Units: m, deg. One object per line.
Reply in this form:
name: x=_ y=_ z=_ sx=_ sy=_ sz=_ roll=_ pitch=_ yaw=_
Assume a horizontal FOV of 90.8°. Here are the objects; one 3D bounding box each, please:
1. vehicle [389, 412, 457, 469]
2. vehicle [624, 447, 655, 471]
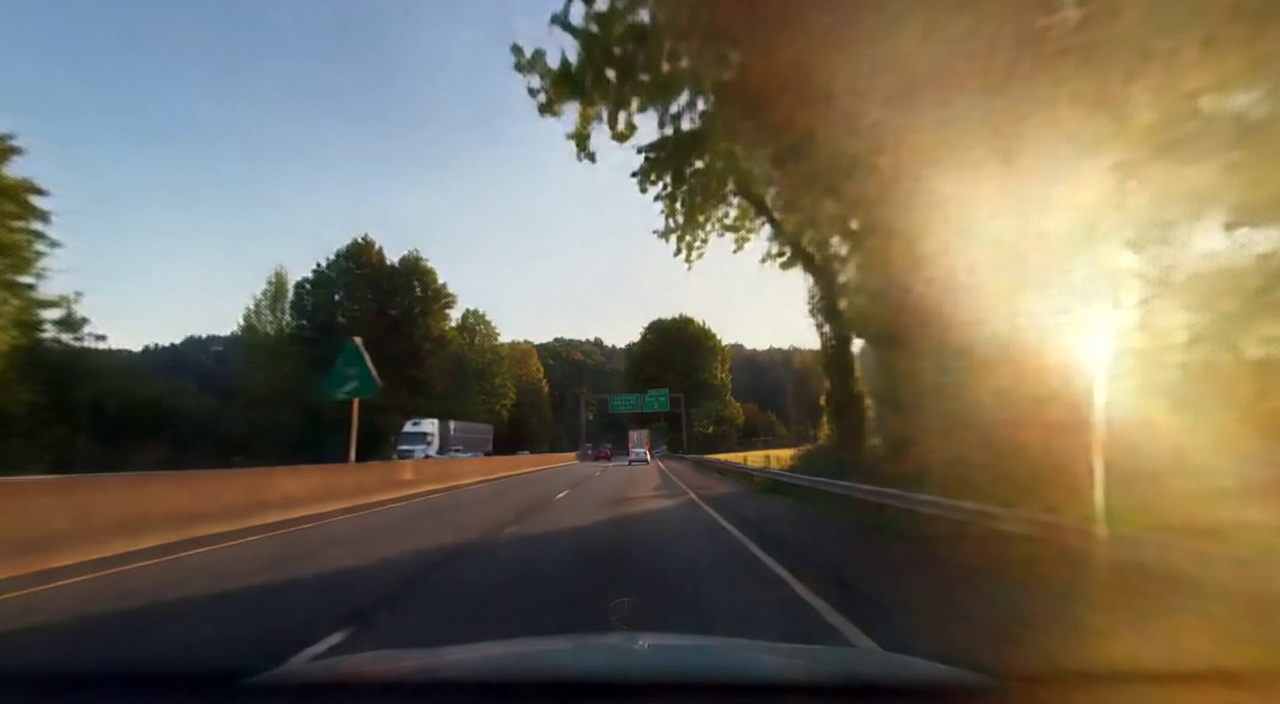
vehicle: x=-16.134 y=6.672 z=47.367 sx=2.910 sy=3.942 sz=5.877 roll=0 pitch=-9 yaw=1
vehicle: x=-0.038 y=6.630 z=39.201 sx=1.853 sy=1.436 sz=3.438 roll=0 pitch=-9 yaw=-1
